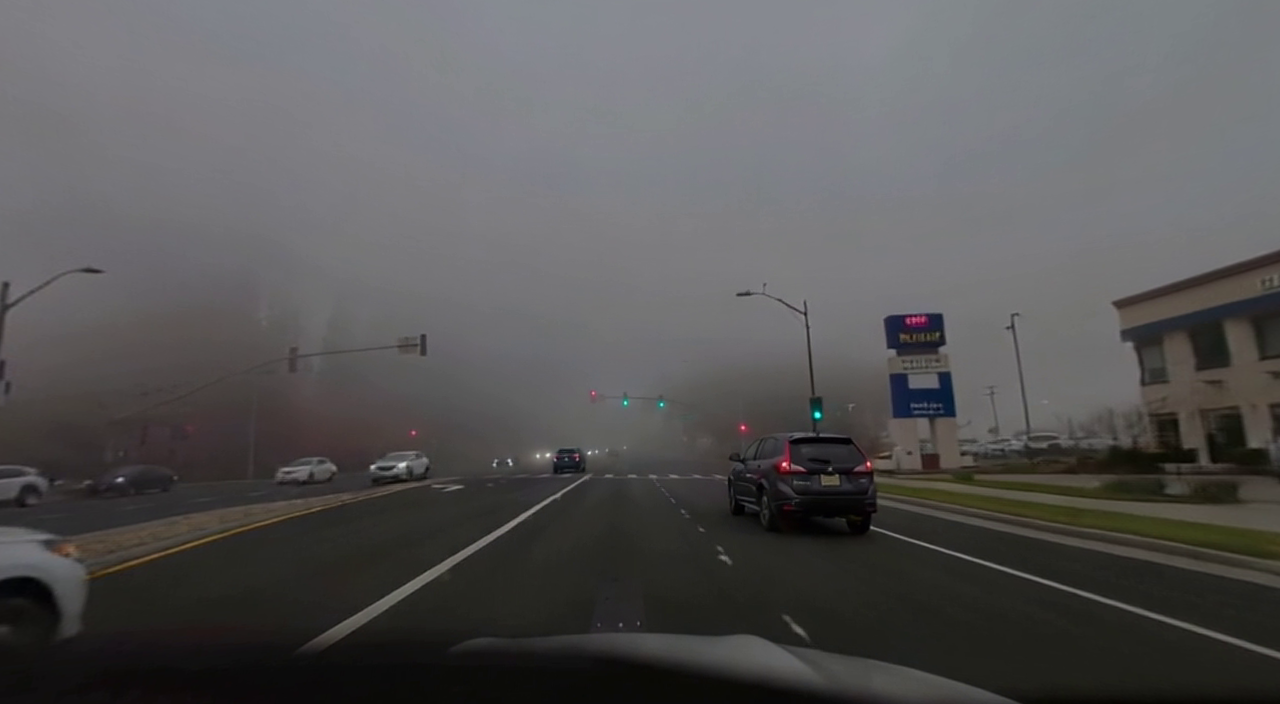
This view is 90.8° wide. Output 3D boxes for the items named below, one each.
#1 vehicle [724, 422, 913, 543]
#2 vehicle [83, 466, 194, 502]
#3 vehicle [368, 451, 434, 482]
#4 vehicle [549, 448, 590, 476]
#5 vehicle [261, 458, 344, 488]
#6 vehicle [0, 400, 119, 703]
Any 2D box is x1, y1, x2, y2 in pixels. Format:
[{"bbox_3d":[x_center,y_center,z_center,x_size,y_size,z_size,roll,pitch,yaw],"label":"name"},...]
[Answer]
[{"bbox_3d":[2.857,2.210,11.296,1.982,1.711,4.276,0,-9,-2],"label":"vehicle"},{"bbox_3d":[-23.382,6.151,29.660,1.752,1.430,4.078,-1,-9,2],"label":"vehicle"},{"bbox_3d":[-13.027,6.270,34.765,1.963,1.545,4.320,0,-9,-1],"label":"vehicle"},{"bbox_3d":[-4.073,6.380,36.918,2.034,1.498,3.995,0,-9,-2],"label":"vehicle"},{"bbox_3d":[-18.957,6.777,35.778,2.056,1.504,4.787,0,-9,0],"label":"vehicle"},{"bbox_3d":[-3.992,0.816,1.558,2.063,1.578,3.915,0,-9,-1],"label":"vehicle"}]
